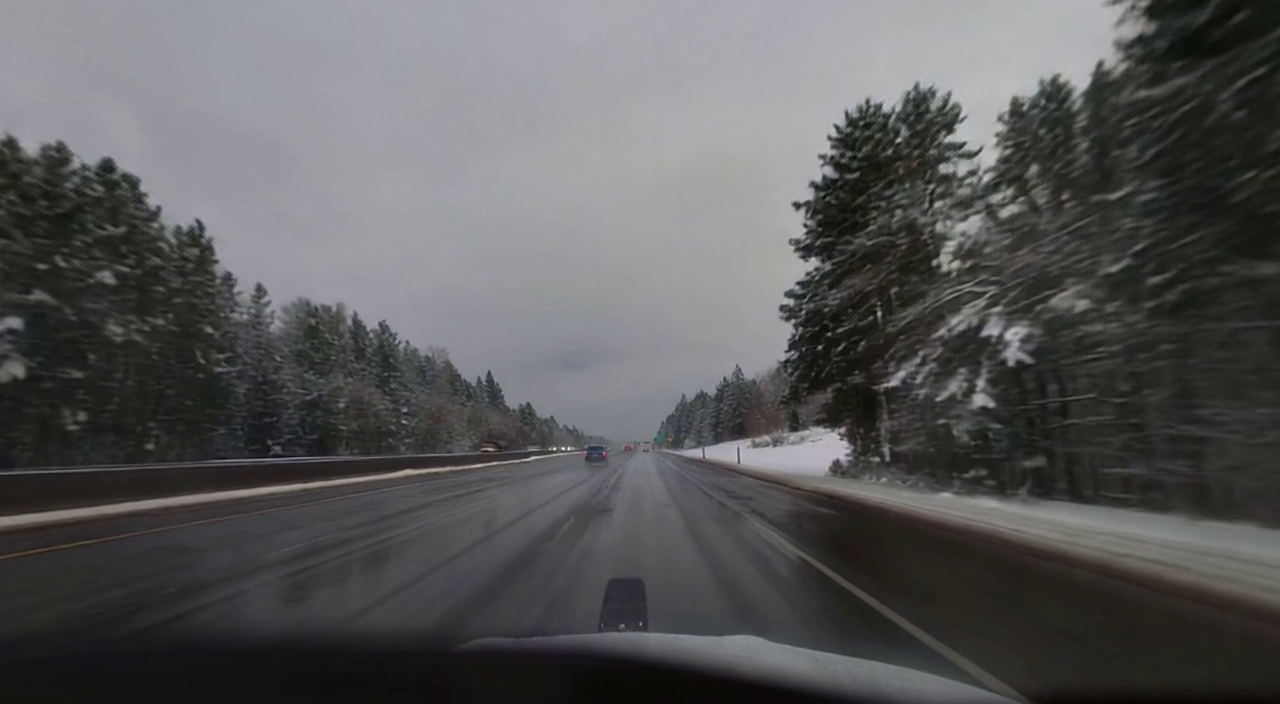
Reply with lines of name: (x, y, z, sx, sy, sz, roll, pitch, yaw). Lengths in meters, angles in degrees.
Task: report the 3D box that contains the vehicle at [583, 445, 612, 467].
vehicle: (-3.225, 7.969, 48.567, 1.993, 1.589, 3.898, 0, -8, 0)
